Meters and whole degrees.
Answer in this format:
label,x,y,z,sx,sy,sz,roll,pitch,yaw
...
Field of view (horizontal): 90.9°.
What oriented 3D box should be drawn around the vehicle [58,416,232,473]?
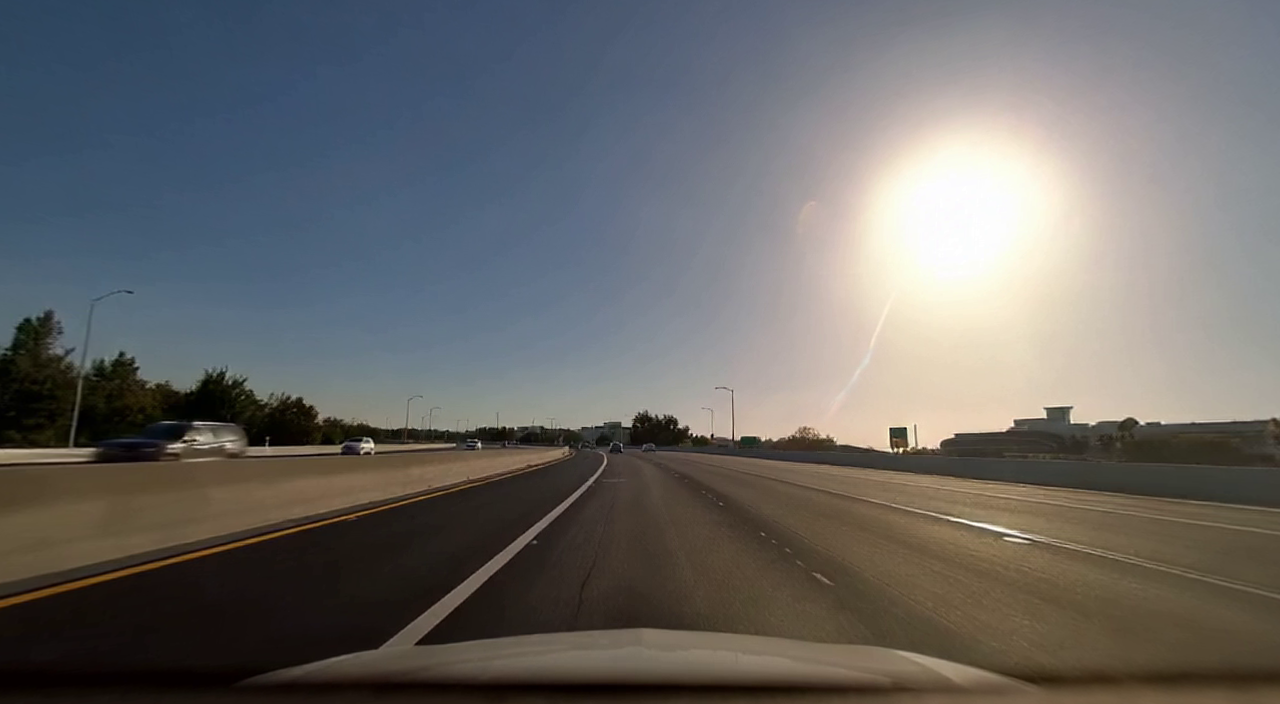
label,x,y,z,sx,sy,sz,roll,pitch,yaw
vehicle,-17.301,3.303,22.480,2.288,1.800,4.812,0,-8,-1
